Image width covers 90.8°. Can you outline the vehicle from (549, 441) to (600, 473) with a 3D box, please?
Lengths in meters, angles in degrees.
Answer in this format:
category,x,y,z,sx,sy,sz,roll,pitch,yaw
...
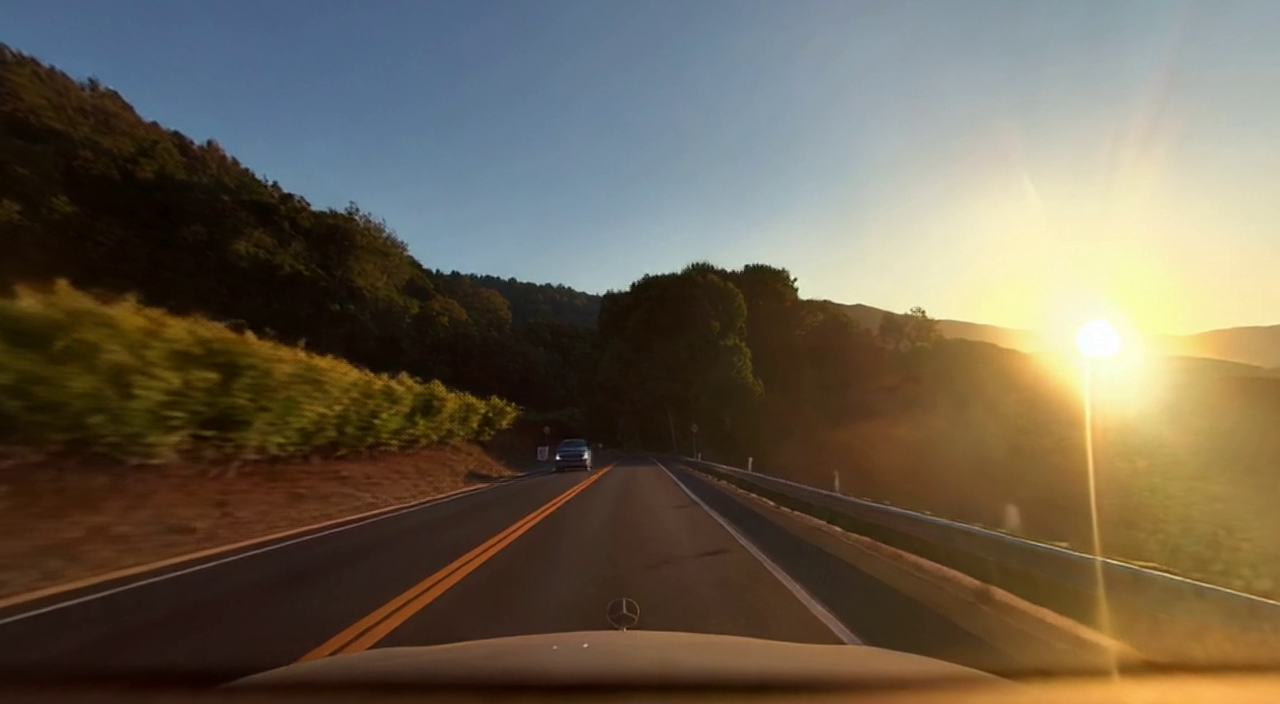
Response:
category,x,y,z,sx,sy,sz,roll,pitch,yaw
vehicle,-3.831,6.299,38.100,2.415,1.750,4.927,0,-9,1
